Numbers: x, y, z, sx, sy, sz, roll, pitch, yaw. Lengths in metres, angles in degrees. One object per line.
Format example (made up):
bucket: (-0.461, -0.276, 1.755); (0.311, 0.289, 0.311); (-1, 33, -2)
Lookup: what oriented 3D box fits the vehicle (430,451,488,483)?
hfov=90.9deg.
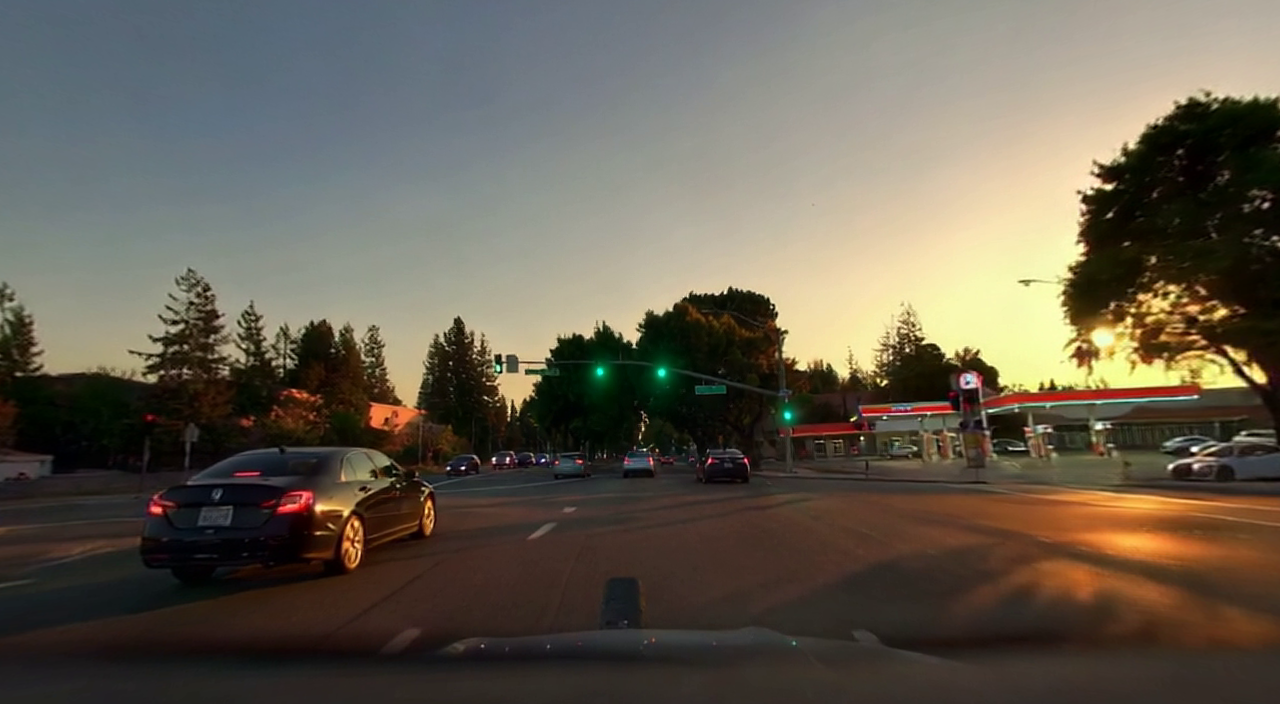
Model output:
vehicle: (-11.455, 7.264, 40.158); (2.130, 1.672, 4.549); (-4, -8, 3)

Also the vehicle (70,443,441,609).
vehicle: (-4.142, 1.884, 7.893); (1.803, 1.463, 4.422); (0, -8, 1)

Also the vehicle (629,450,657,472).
vehicle: (0.157, 7.906, 45.803); (1.934, 1.470, 3.988); (0, -8, -1)

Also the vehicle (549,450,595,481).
vehicle: (-3.439, 5.837, 32.619); (1.841, 1.474, 4.038); (0, -8, 2)

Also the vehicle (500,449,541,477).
vehicle: (-8.323, 7.758, 44.305); (1.922, 1.660, 4.332); (-3, -8, 1)

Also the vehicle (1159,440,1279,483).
vehicle: (21.324, 3.803, 22.117); (4.573, 1.419, 1.840); (0, -8, -1)

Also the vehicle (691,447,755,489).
vehicle: (3.089, 4.410, 24.296); (1.883, 1.465, 3.975); (0, -8, -1)
